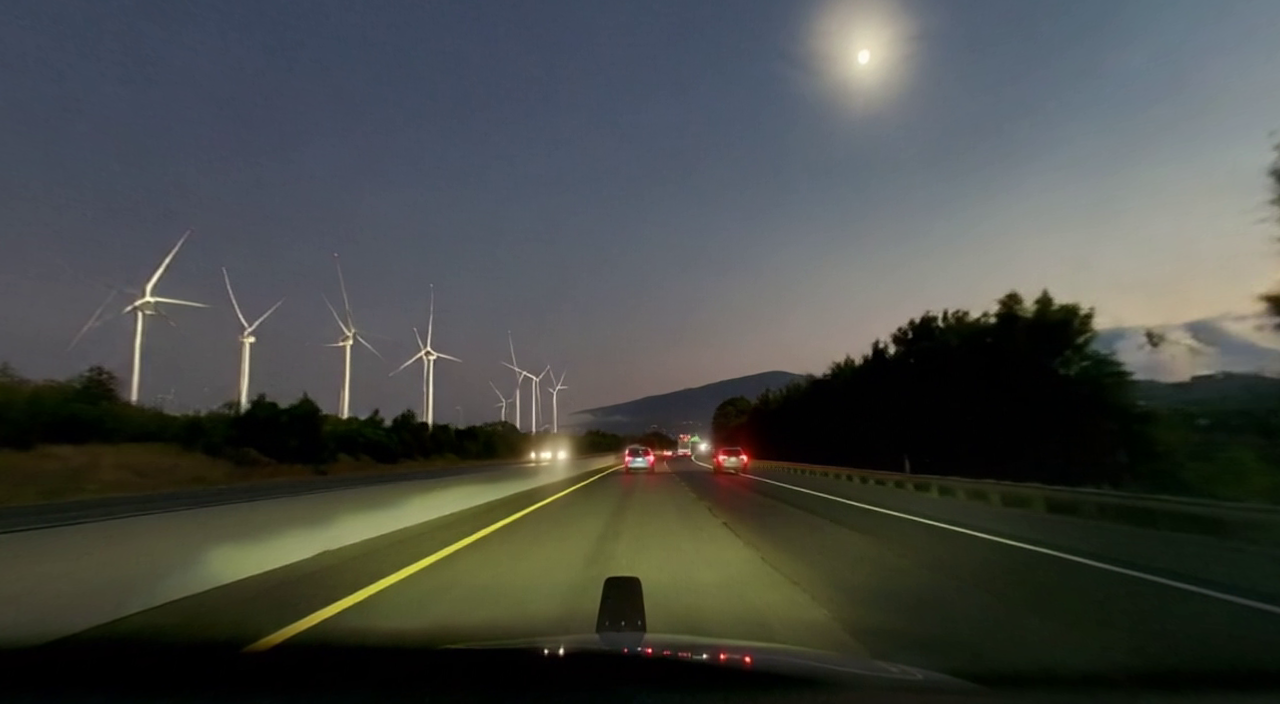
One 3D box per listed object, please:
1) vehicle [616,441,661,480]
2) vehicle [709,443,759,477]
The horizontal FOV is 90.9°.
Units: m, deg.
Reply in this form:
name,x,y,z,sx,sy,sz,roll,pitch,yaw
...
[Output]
name,x,y,z,sx,sy,sz,roll,pitch,yaw
vehicle,-0.045,5.194,30.466,2.038,1.723,4.150,0,-9,0
vehicle,5.047,5.862,34.434,2.040,1.721,4.507,0,-9,1
